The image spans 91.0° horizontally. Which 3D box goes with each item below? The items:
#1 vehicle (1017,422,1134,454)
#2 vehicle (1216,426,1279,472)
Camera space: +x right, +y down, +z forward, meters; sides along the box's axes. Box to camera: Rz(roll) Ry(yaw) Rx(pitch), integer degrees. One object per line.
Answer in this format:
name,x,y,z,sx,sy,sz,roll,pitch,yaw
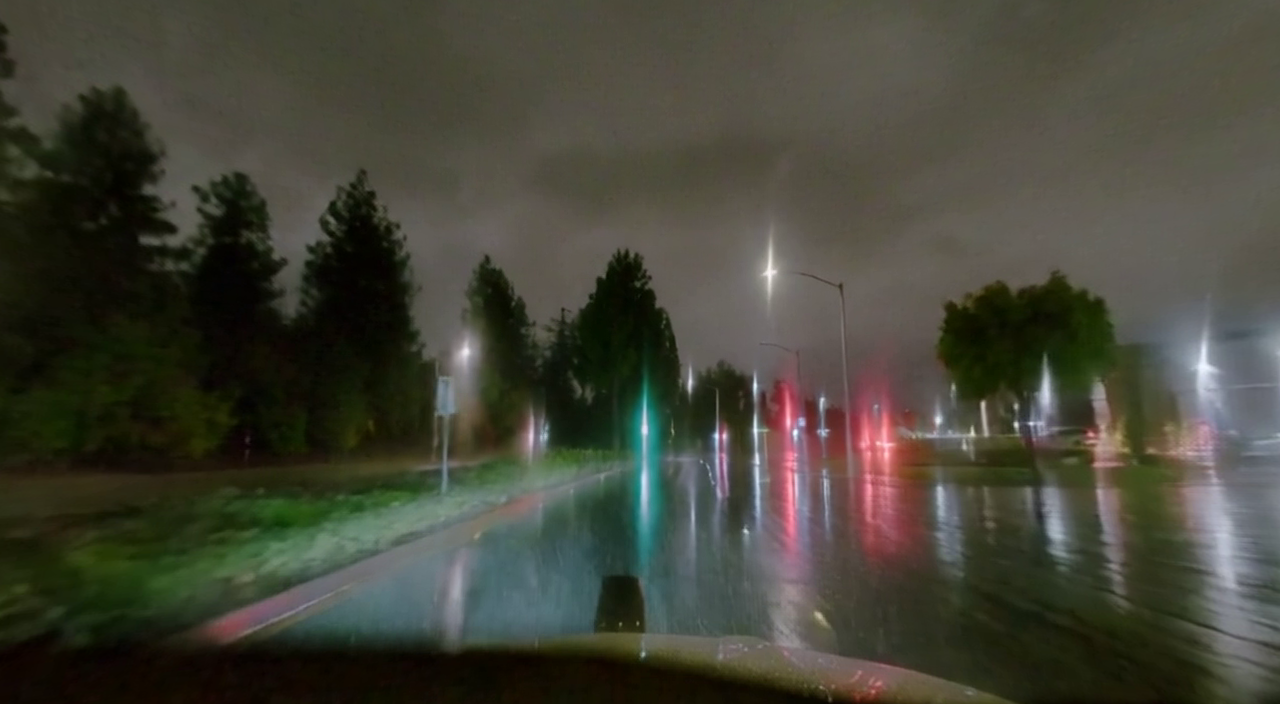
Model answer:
vehicle,32.842,6.589,47.740,2.569,2.236,6.684,6,-11,-35
vehicle,22.716,3.522,22.837,4.456,1.489,1.963,8,-11,-40
